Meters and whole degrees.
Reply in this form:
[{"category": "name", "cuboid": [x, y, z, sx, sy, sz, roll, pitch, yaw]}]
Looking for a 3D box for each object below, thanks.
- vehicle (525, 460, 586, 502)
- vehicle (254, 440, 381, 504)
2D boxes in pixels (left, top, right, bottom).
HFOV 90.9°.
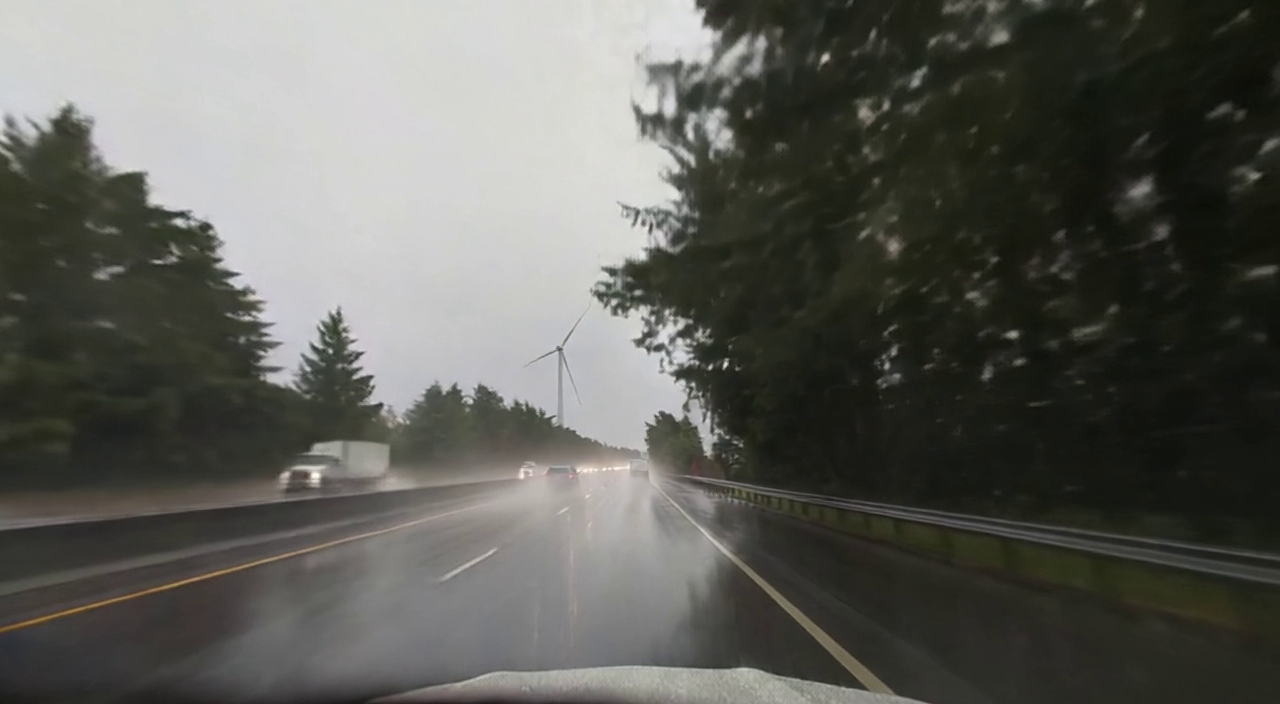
[{"category": "vehicle", "cuboid": [-3.829, 5.959, 29.283, 2.124, 1.705, 4.440, 1, -11, 1]}, {"category": "vehicle", "cuboid": [-16.517, 6.263, 33.048, 2.618, 2.898, 7.409, 1, -11, 0]}]
